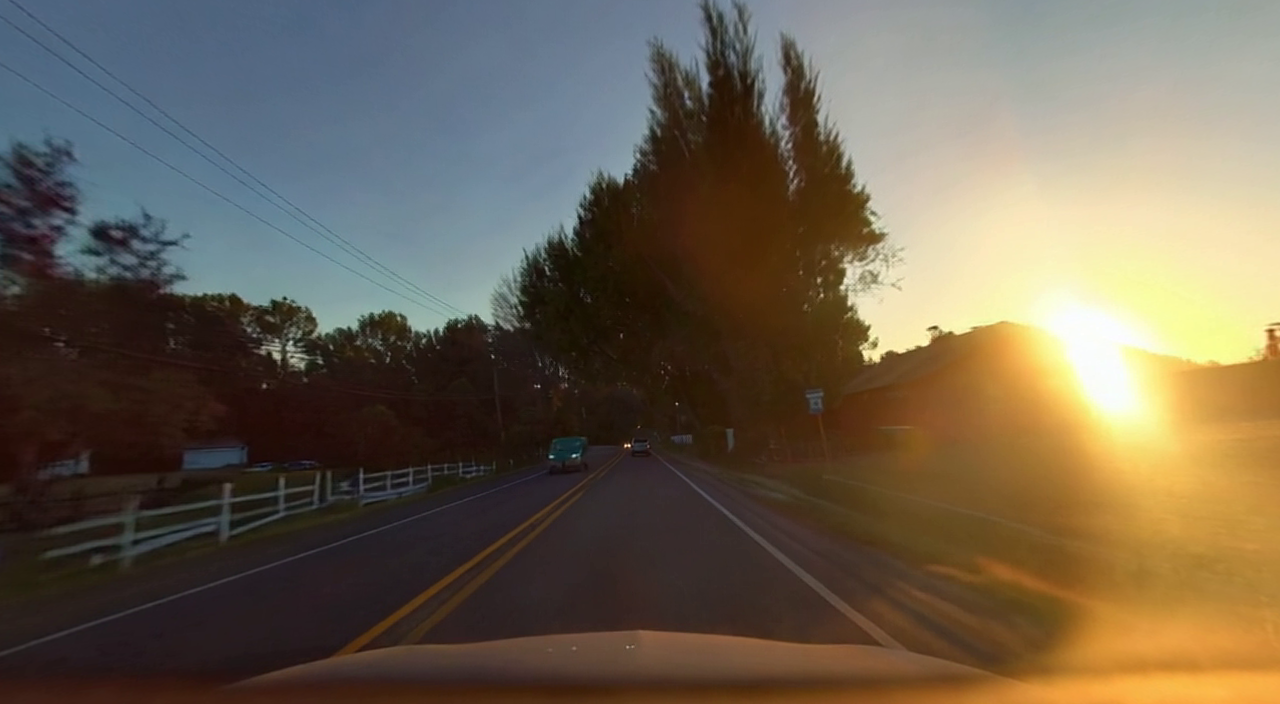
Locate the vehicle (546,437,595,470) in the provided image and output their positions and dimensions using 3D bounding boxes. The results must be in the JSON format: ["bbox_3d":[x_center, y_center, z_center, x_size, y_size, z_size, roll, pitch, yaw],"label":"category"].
[{"bbox_3d":[-3.791,5.685,35.484,2.217,1.704,4.418,0,-9,1],"label":"vehicle"}]
